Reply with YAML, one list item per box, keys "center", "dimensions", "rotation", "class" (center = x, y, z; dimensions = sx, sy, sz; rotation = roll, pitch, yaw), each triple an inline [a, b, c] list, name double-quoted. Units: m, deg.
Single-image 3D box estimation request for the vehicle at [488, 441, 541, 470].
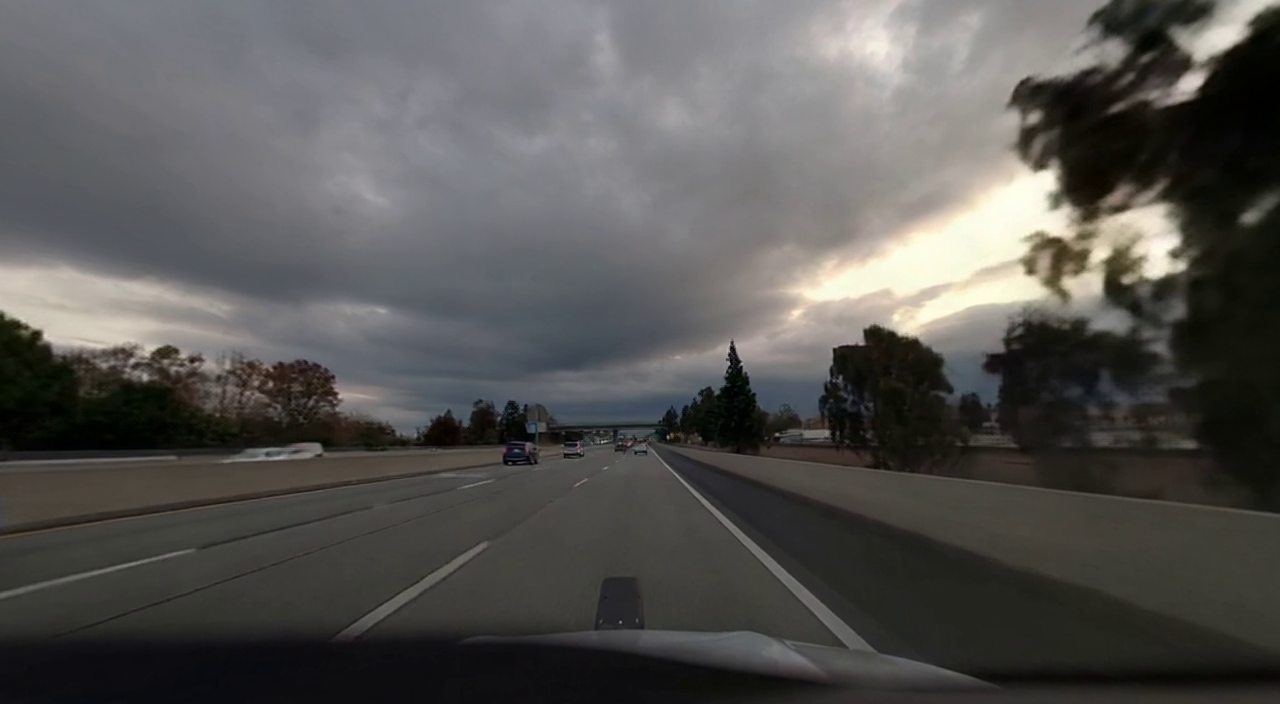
- center: [-7.078, 5.904, 36.024]
  dimensions: [2.008, 1.520, 4.731]
  rotation: [0, -9, 1]
  class: "vehicle"
